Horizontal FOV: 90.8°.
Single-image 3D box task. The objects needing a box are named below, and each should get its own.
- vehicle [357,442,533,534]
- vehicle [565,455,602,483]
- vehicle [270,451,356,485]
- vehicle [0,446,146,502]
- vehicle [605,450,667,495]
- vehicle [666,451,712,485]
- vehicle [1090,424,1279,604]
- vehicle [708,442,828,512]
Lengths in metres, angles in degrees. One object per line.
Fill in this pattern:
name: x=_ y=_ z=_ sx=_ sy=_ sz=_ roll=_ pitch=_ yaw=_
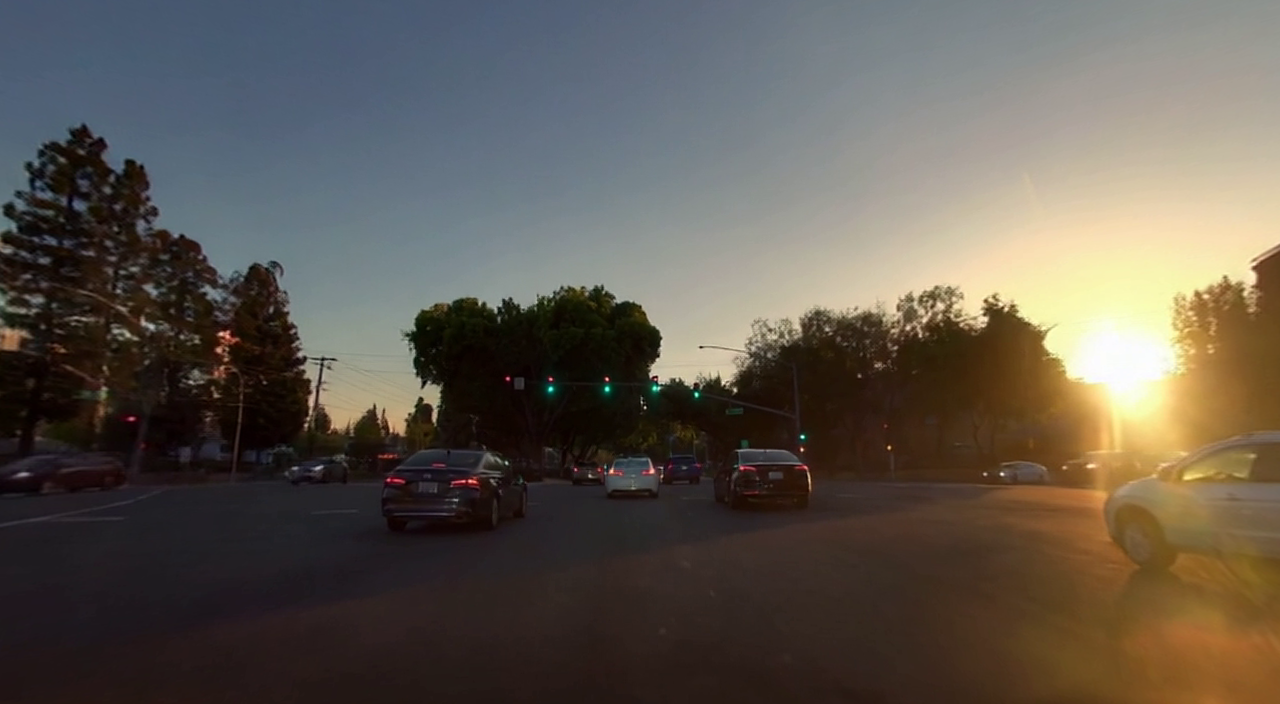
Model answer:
vehicle: x=-3.555 y=2.557 z=12.575 sx=2.045 sy=1.463 sz=4.490 roll=0 pitch=-9 yaw=0
vehicle: x=-3.716 y=7.801 z=42.347 sx=2.033 sy=1.714 sz=4.278 roll=0 pitch=-9 yaw=1
vehicle: x=-18.379 y=6.584 z=35.875 sx=2.172 sy=1.751 sz=4.889 roll=0 pitch=-10 yaw=1
vehicle: x=-17.848 y=3.639 z=19.353 sx=1.857 sy=1.511 sz=4.399 roll=0 pitch=-9 yaw=0
vehicle: x=-0.183 y=4.351 z=23.234 sx=2.098 sy=1.461 sz=3.958 roll=0 pitch=-9 yaw=-1
vehicle: x=2.699 y=6.546 z=35.914 sx=2.138 sy=1.778 sz=4.422 roll=0 pitch=-9 yaw=-2
vehicle: x=6.571 y=1.389 z=5.322 sx=1.959 sy=1.553 sz=4.809 roll=0 pitch=-9 yaw=-1
vehicle: x=3.155 y=3.190 z=16.727 sx=1.996 sy=1.566 sz=4.917 roll=0 pitch=-9 yaw=-2
